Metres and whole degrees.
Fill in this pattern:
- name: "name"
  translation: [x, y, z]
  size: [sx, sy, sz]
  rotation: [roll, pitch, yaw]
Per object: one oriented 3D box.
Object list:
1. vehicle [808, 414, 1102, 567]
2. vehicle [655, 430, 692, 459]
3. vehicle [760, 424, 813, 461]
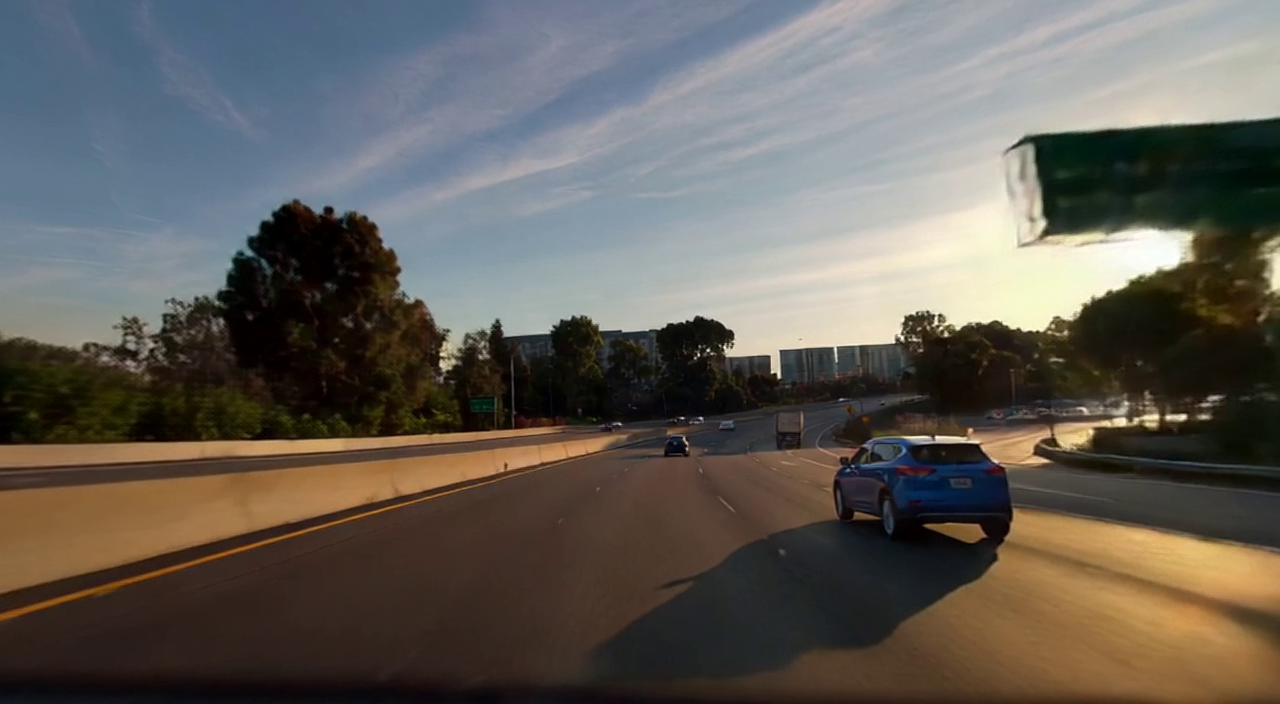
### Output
- name: "vehicle"
  translation: [4.039, 1.837, 9.160]
  size: [2.097, 1.659, 4.320]
  rotation: [0, -8, 2]
- name: "vehicle"
  translation: [2.288, 6.132, 41.778]
  size: [2.181, 1.768, 4.383]
  rotation: [-1, -8, 7]
- name: "vehicle"
  translation: [9.443, 5.920, 41.213]
  size: [2.526, 2.230, 6.190]
  rotation: [-1, -8, 5]
